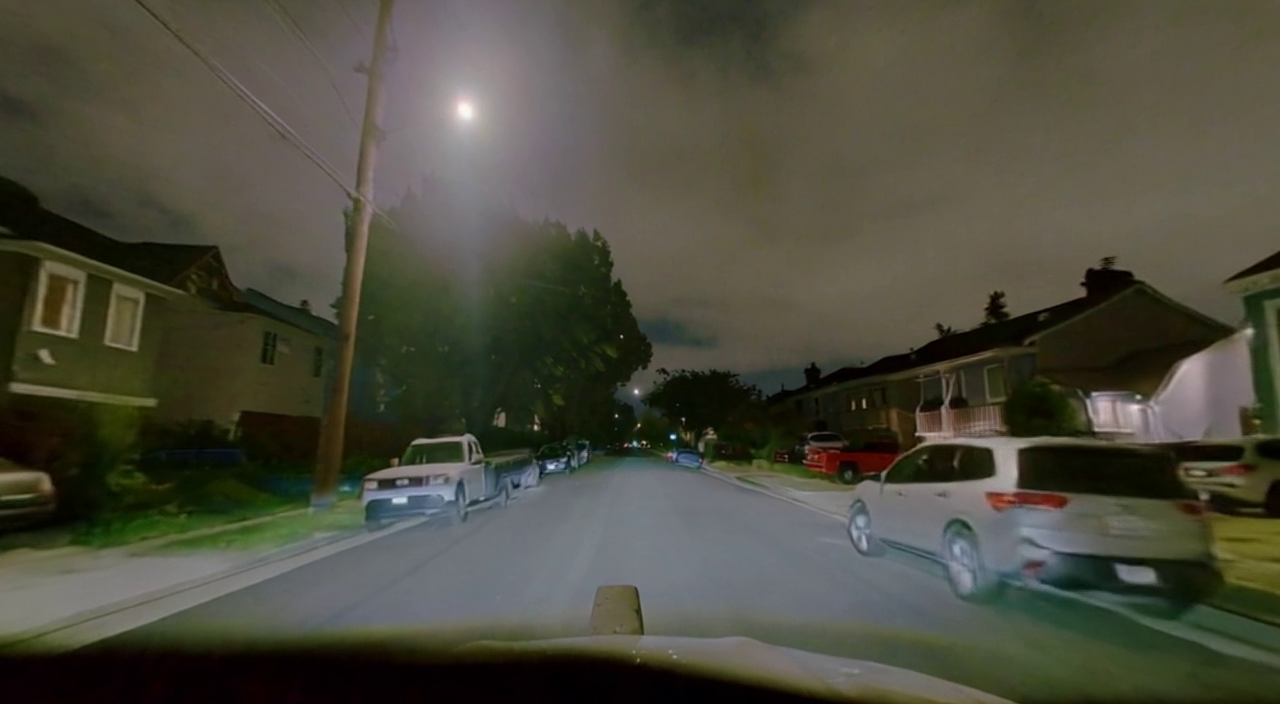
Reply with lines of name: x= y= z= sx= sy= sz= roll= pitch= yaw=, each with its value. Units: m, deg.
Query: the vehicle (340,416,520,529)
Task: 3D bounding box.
vehicle: x=-4.024 y=2.410 z=13.234 sx=2.057 sy=1.887 sz=5.053 roll=0 pitch=-9 yaw=-1

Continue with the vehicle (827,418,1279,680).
vehicle: x=3.535 y=1.505 z=6.044 sx=2.019 sy=1.536 sz=4.405 roll=0 pitch=-9 yaw=-2

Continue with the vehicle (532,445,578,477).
vehicle: x=-4.233 y=5.490 z=32.058 sx=1.745 sy=1.490 sz=4.304 roll=0 pitch=-9 yaw=0

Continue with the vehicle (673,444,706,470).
vehicle: x=3.235 y=6.960 z=42.115 sx=1.916 sy=1.587 sz=3.986 roll=0 pitch=-9 yaw=0
